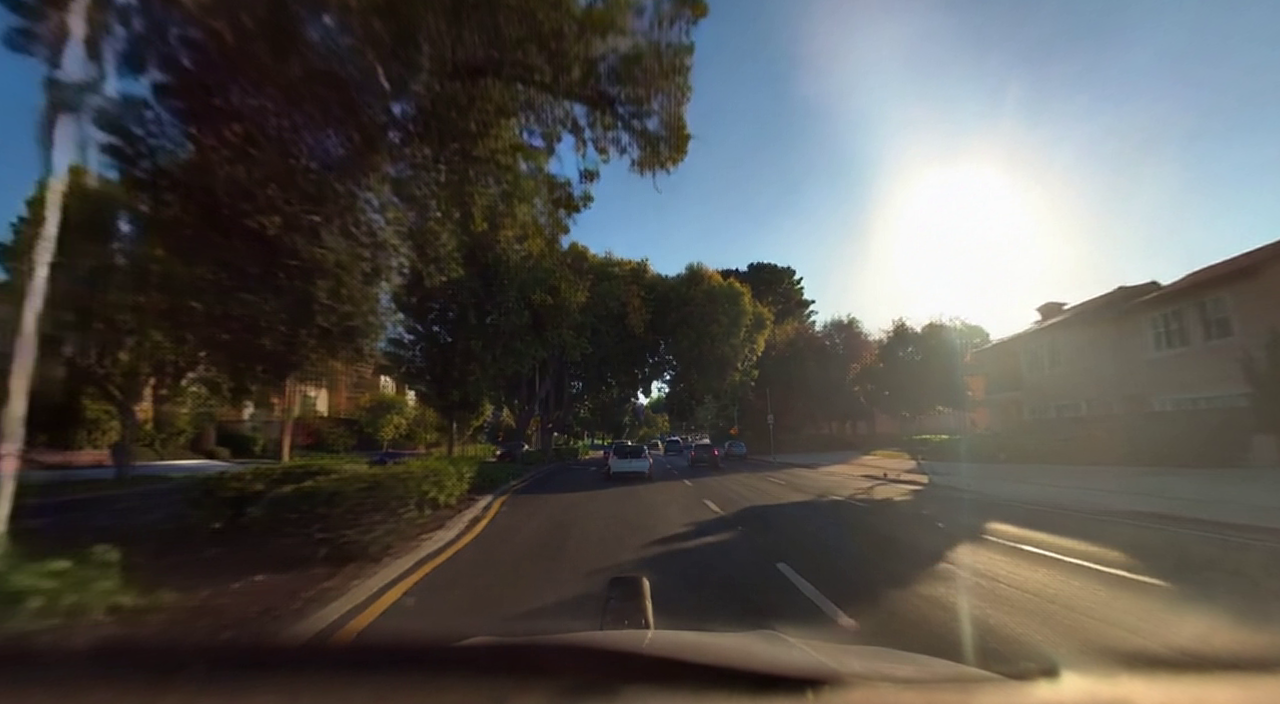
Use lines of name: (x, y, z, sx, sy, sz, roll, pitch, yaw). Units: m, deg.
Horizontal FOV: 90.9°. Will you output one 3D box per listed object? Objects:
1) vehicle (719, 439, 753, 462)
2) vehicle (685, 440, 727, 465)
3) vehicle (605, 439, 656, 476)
vehicle: (7.414, 7.660, 49.263, 1.972, 1.700, 4.269, 0, -8, 0)
vehicle: (4.148, 6.454, 40.521, 2.067, 1.514, 4.188, 0, -8, -3)
vehicle: (-0.389, 4.633, 27.931, 2.102, 1.481, 3.907, 0, -8, 0)
